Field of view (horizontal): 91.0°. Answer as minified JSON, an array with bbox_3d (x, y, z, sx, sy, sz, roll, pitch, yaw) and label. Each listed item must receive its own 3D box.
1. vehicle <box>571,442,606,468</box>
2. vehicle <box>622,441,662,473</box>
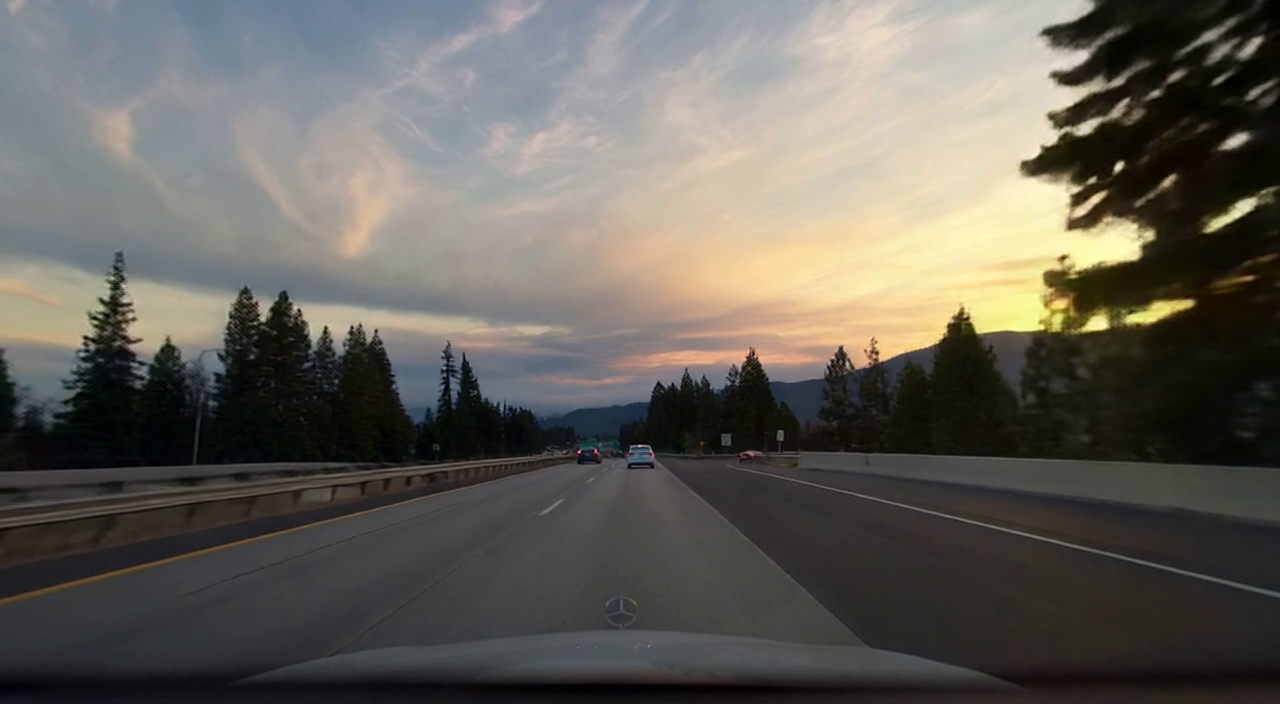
[{"bbox_3d":[-3.690,7.458,45.771,2.130,1.741,4.665,0,-8,1],"label":"vehicle"},{"bbox_3d":[0.129,5.884,35.562,2.130,1.684,3.826,0,-8,0],"label":"vehicle"}]
